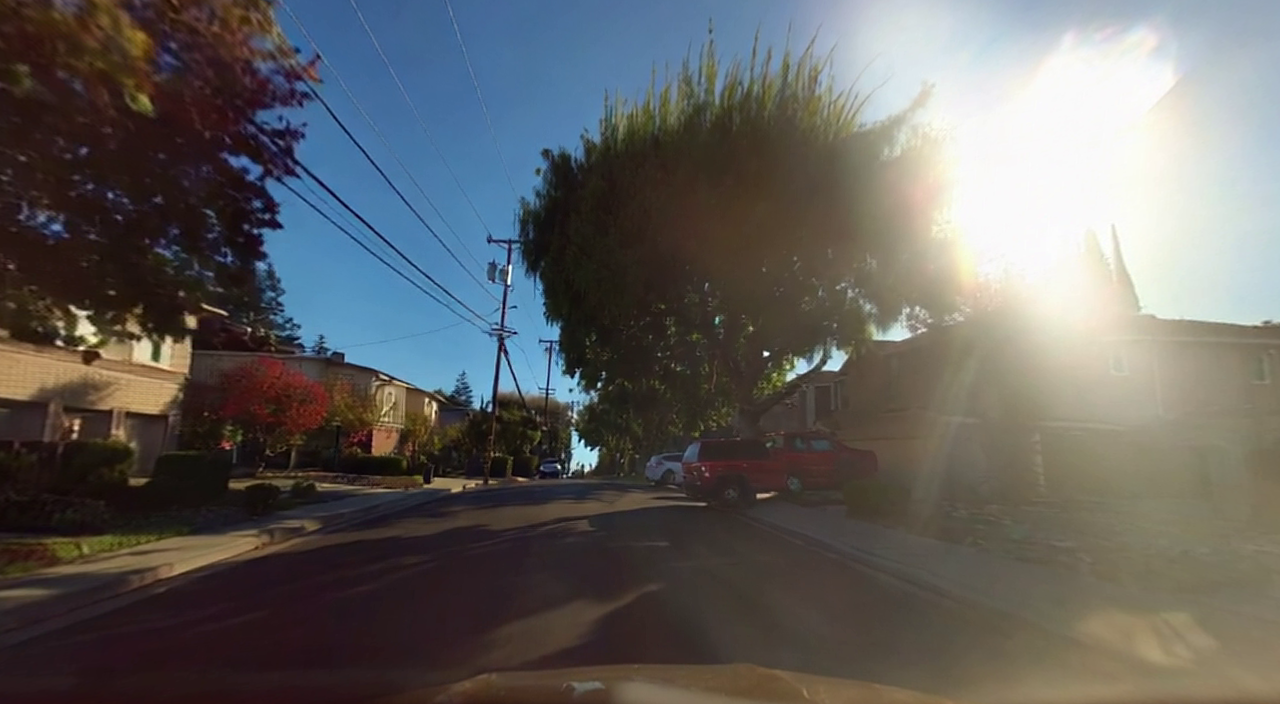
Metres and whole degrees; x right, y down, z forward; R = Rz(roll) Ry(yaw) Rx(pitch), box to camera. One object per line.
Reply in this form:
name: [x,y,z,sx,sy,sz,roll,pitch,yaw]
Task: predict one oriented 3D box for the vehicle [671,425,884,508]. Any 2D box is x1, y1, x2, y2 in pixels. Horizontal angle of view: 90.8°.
vehicle: [3.053,2.587,14.580,4.413,1.728,1.869,2,-7,-7]
